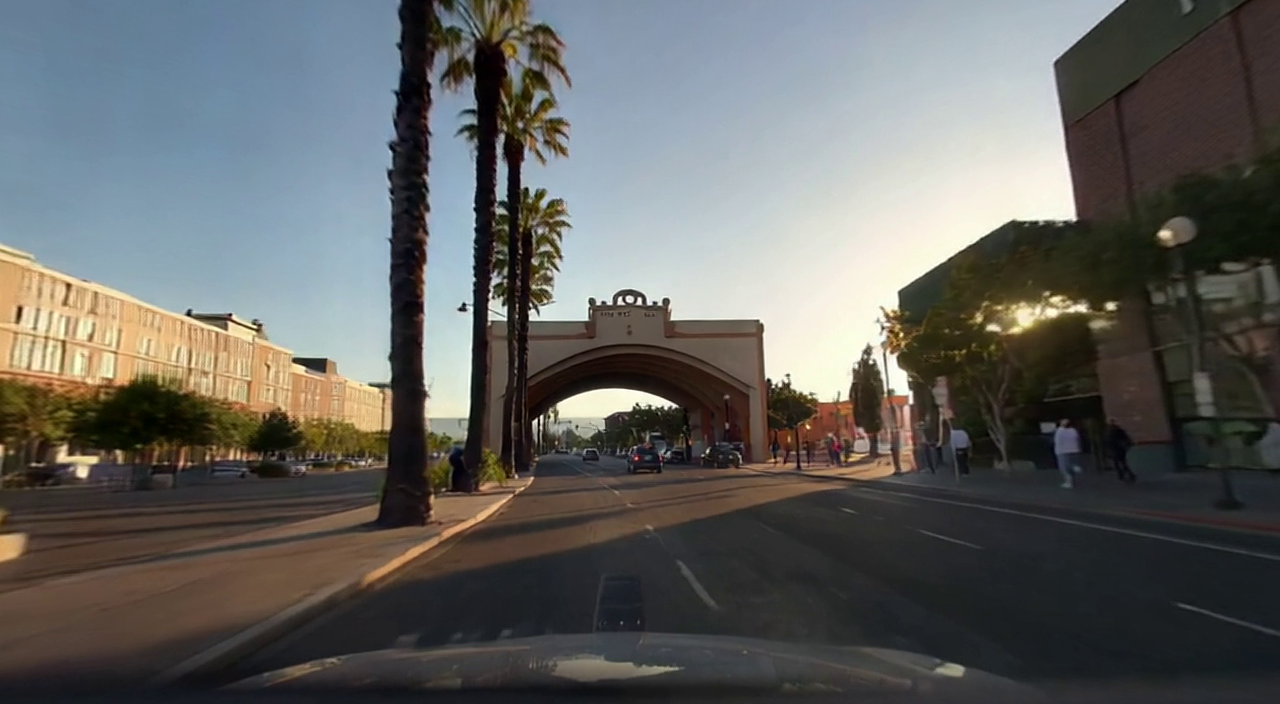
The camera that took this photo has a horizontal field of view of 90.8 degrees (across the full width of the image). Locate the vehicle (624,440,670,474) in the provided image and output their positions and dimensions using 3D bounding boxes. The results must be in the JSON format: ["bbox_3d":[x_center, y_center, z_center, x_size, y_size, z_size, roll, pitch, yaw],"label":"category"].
[{"bbox_3d":[0.341,6.801,41.057,2.284,2.010,6.670,1,-9,-6],"label":"vehicle"}]
